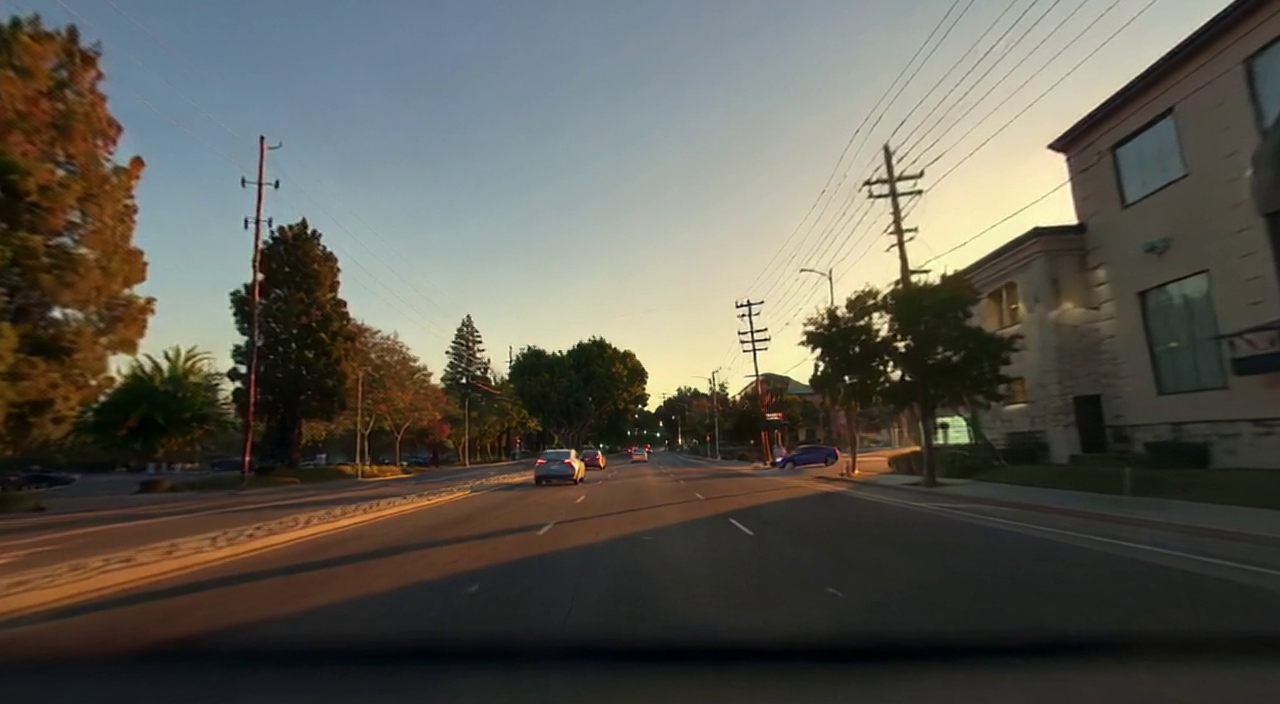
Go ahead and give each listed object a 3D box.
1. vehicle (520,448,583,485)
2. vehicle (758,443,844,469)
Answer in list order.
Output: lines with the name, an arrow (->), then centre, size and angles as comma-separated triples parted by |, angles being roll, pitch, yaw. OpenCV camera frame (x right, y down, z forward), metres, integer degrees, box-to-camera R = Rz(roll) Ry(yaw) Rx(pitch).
vehicle -> -3.677, 4.870, 27.030 | 2.076, 1.444, 4.328 | 0, -9, 0
vehicle -> 10.303, 6.668, 40.509 | 4.885, 1.576, 2.024 | 0, -9, -6
